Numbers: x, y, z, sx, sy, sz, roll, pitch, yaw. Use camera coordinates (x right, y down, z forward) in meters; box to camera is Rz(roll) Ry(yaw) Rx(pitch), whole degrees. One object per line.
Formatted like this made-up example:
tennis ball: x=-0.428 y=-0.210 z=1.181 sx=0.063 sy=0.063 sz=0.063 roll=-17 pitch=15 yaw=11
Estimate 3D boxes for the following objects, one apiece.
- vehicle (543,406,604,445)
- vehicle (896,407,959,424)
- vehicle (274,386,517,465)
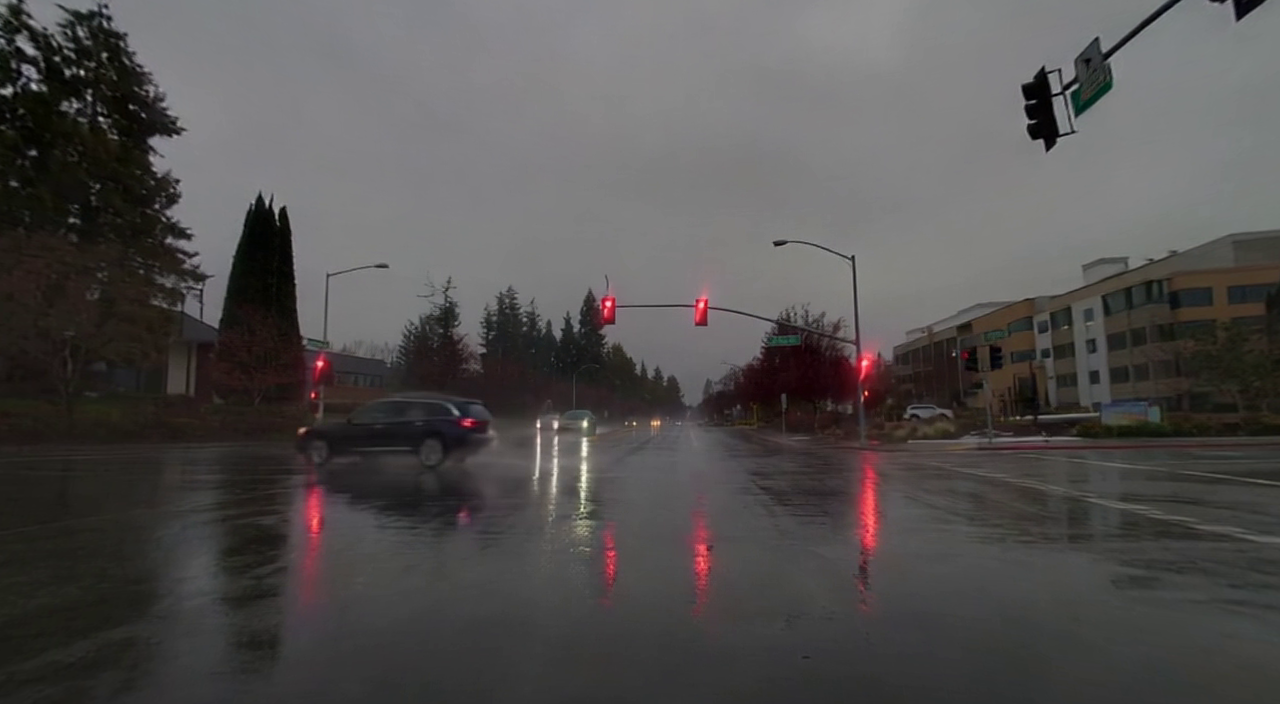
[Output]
vehicle: x=-3.444 y=4.016 z=33.915 sx=2.306 sy=1.907 sz=5.382 roll=-1 pitch=-8 yaw=4
vehicle: x=22.018 y=4.901 z=48.454 sx=3.933 sy=1.219 sz=1.700 roll=-1 pitch=-9 yaw=3
vehicle: x=-6.140 y=1.944 z=16.425 sx=5.383 sy=1.870 sz=2.203 roll=-1 pitch=-9 yaw=3
